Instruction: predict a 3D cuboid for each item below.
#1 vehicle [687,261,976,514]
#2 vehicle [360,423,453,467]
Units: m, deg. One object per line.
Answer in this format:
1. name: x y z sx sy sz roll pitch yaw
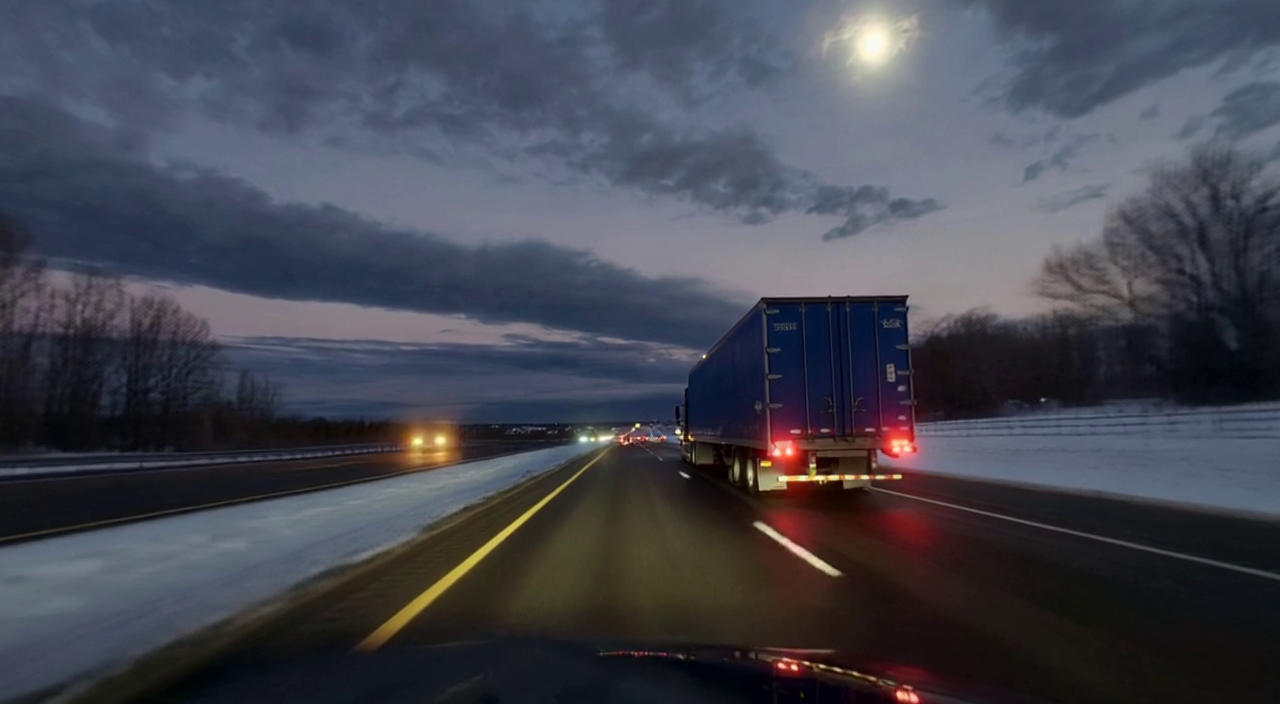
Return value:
1. vehicle: 3.821 1.691 19.107 3.203 4.273 17.131 0 -8 -1
2. vehicle: -9.030 3.641 24.760 2.000 1.550 4.473 0 -8 -1
